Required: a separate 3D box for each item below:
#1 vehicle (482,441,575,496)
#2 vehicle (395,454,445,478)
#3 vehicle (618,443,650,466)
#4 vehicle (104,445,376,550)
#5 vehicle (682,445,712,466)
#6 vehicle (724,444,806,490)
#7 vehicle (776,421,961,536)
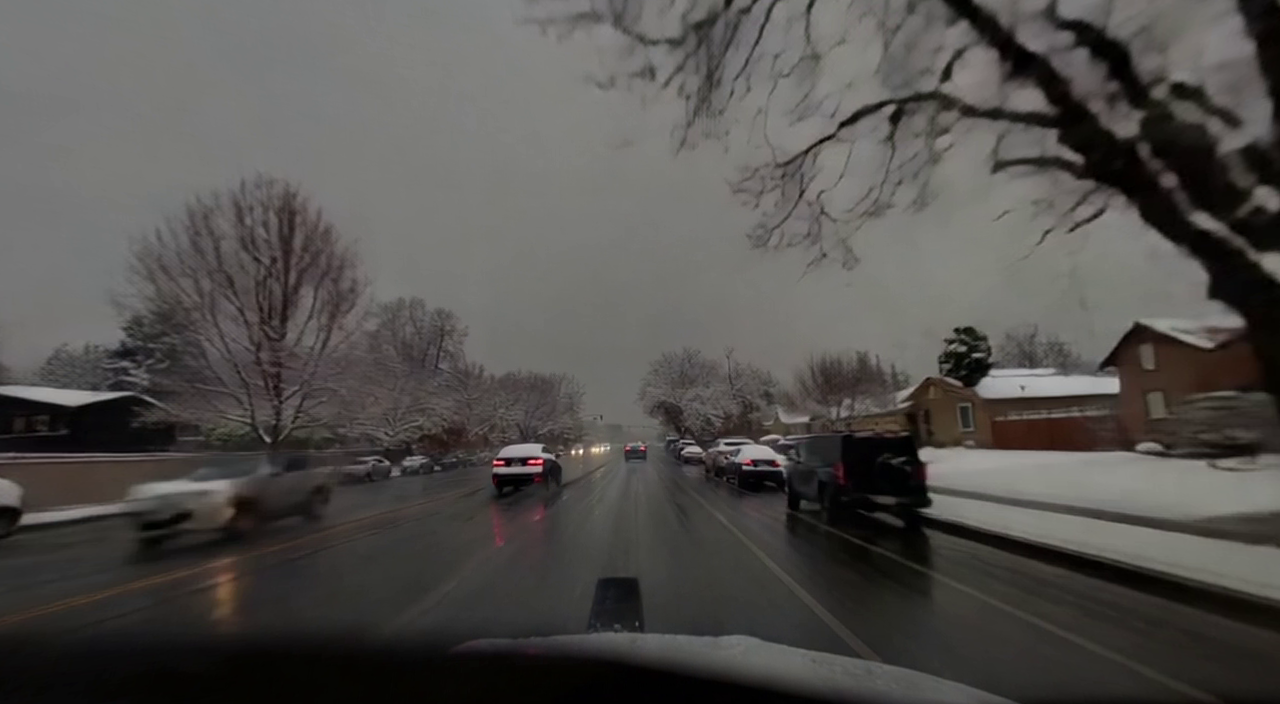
[{"bbox_3d":[-3.280,3.529,19.559,2.027,1.477,4.413,0,-9,1],"label":"vehicle"},{"bbox_3d":[-14.633,7.590,42.272,1.847,1.494,4.189,0,-9,-1],"label":"vehicle"},{"bbox_3d":[-0.407,6.985,43.276,2.088,1.495,4.048,0,-9,-1],"label":"vehicle"},{"bbox_3d":[-6.661,2.421,11.305,1.944,1.466,4.487,0,-9,-1],"label":"vehicle"},{"bbox_3d":[4.188,7.723,47.175,1.890,1.459,4.371,0,-9,0],"label":"vehicle"},{"bbox_3d":[4.335,4.082,22.747,1.933,1.463,4.735,0,-9,-1],"label":"vehicle"},{"bbox_3d":[4.092,2.338,12.249,1.943,1.788,4.462,0,-9,1],"label":"vehicle"}]
